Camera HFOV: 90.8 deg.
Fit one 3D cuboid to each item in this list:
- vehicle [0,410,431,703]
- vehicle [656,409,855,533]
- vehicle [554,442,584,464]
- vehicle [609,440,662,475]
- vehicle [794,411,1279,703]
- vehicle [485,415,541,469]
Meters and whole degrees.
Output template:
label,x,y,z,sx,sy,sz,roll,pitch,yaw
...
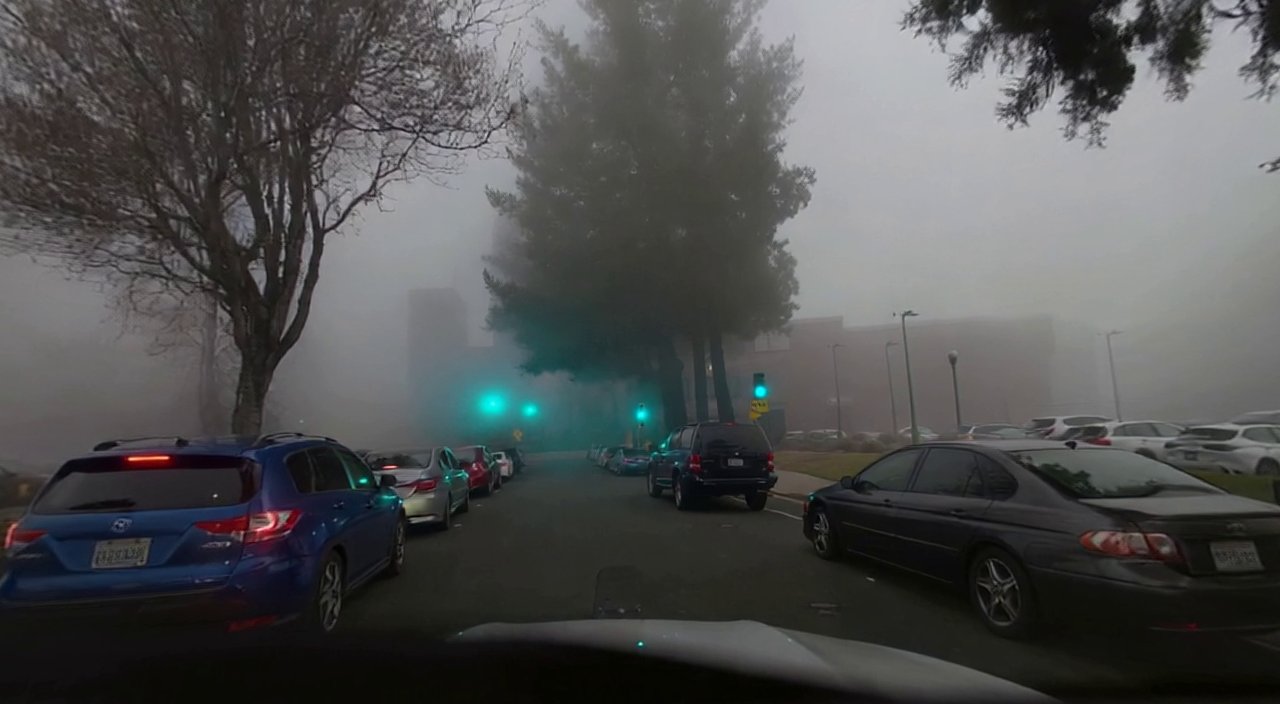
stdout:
label,x,y,z,sx,sy,sz,roll,pitch,yaw
vehicle,-2.885,1.341,5.076,1.968,1.497,4.286,2,-9,-15
vehicle,1.905,2.278,12.818,2.324,1.907,5.634,1,-8,-7
vehicle,-5.251,7.406,46.451,2.095,1.473,4.301,1,-8,-7
vehicle,-0.302,4.821,29.179,1.910,1.493,4.490,1,-8,-7
vehicle,3.154,1.401,5.554,1.904,1.494,4.864,1,-8,-6
vehicle,-8.294,6.013,42.208,2.820,3.263,7.986,1,-8,-6
